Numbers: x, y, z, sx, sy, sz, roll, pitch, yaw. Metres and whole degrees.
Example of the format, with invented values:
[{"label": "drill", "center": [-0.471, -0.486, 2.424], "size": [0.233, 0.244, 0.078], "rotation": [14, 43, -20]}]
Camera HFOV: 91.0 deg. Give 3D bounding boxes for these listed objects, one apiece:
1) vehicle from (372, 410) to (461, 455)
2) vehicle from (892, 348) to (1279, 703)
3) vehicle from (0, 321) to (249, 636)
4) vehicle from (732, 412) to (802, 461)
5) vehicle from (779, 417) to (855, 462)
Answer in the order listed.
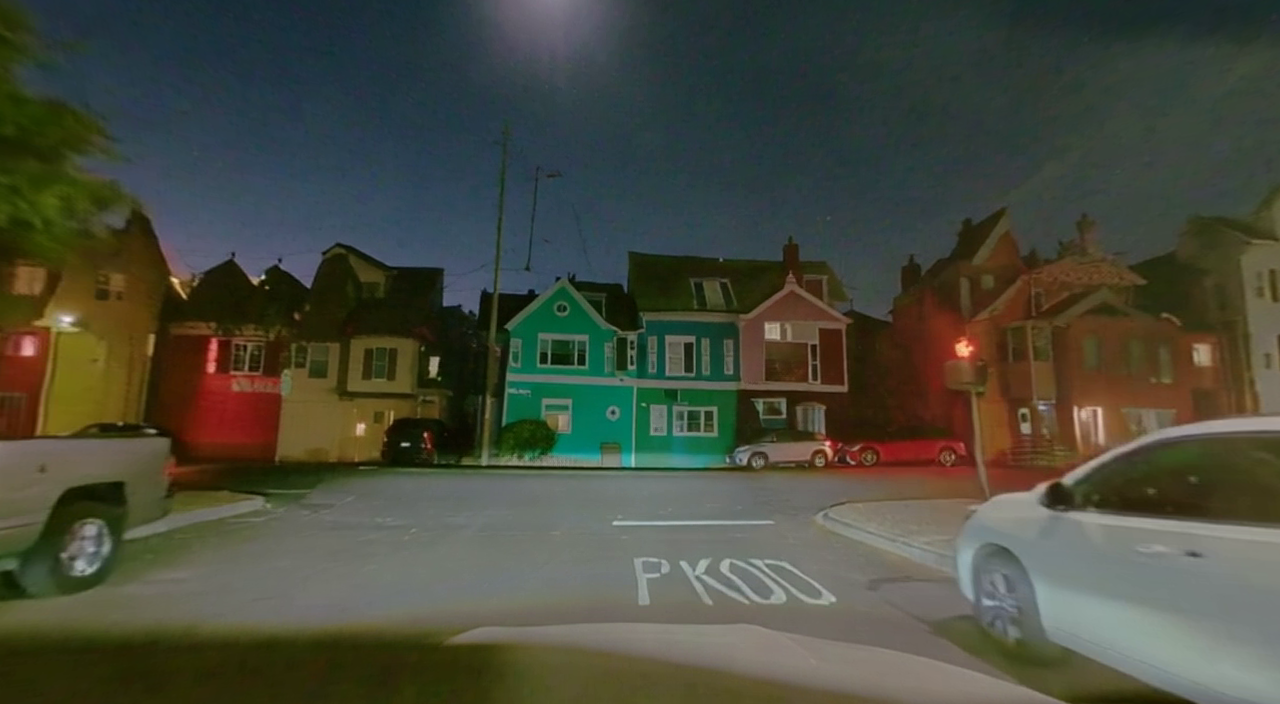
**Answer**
[{"label": "vehicle", "center": [-9.517, 3.533, 27.275], "size": [2.091, 1.760, 4.760], "rotation": [0, -9, 0]}, {"label": "vehicle", "center": [3.381, 1.001, 2.958], "size": [2.109, 1.811, 4.886], "rotation": [1, -9, -3]}, {"label": "vehicle", "center": [-5.499, 0.770, 3.730], "size": [2.480, 2.084, 6.353], "rotation": [1, -9, -3]}, {"label": "vehicle", "center": [5.402, 3.613, 27.297], "size": [2.081, 1.891, 4.367], "rotation": [-1, -7, 0]}, {"label": "vehicle", "center": [7.582, 3.804, 27.356], "size": [2.053, 1.756, 4.034], "rotation": [-1, -8, 0]}]
